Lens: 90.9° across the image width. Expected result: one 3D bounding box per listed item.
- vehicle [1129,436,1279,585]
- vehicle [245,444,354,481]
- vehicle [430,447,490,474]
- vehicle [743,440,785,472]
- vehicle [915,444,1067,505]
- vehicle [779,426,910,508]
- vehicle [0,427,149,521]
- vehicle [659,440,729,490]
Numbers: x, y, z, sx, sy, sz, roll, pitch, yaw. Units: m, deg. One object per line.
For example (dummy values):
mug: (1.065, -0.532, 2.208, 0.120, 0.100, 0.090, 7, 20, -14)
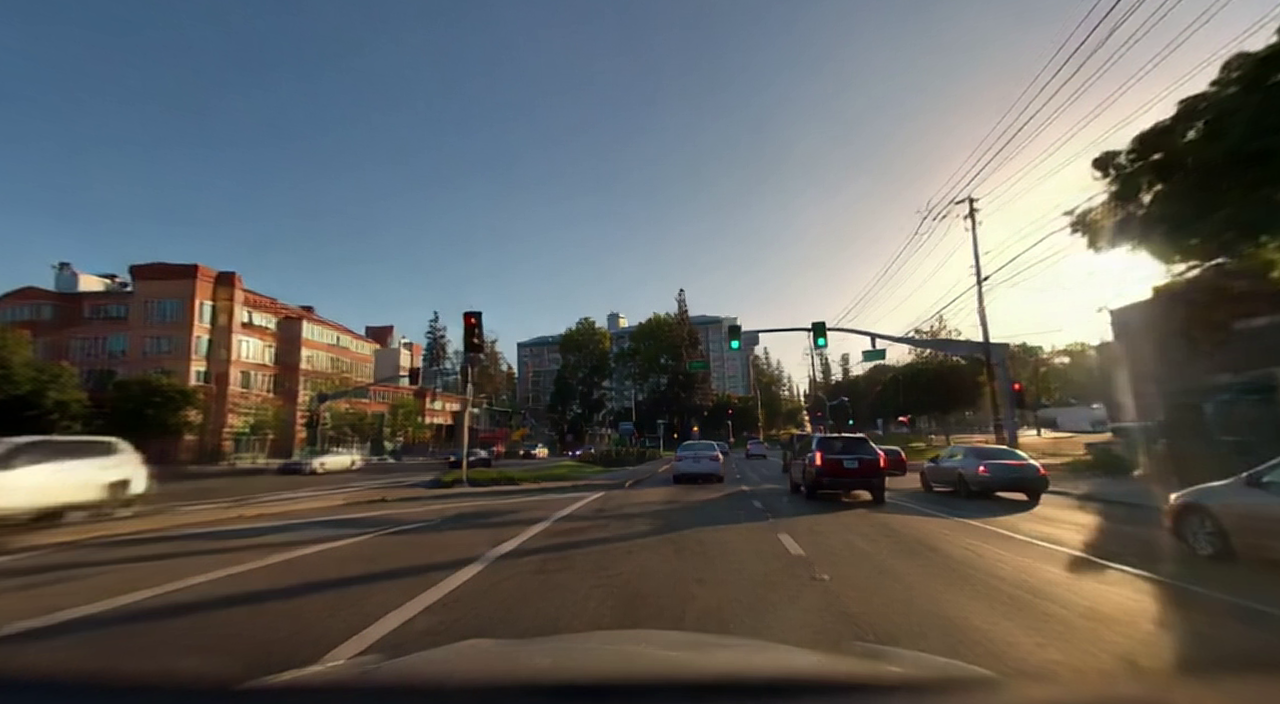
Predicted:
vehicle: (7.283, 1.522, 5.902, 1.866, 1.471, 4.478, 0, -8, 1)
vehicle: (-15.035, 4.877, 28.216, 1.905, 1.469, 4.825, -1, -8, 5)
vehicle: (-10.172, 6.148, 35.970, 1.779, 1.388, 4.210, -1, -8, 7)
vehicle: (6.641, 5.594, 34.131, 1.896, 1.612, 4.203, -1, -8, 7)
vehicle: (9.538, 3.309, 17.642, 1.882, 1.463, 4.543, -1, -8, 4)
vehicle: (5.132, 2.929, 16.603, 2.119, 1.810, 4.848, -1, -8, 4)
vehicle: (-12.773, 2.377, 12.490, 2.057, 1.705, 4.754, -1, -8, 3)
vehicle: (1.916, 3.816, 21.735, 2.168, 1.527, 4.174, -1, -8, 7)
